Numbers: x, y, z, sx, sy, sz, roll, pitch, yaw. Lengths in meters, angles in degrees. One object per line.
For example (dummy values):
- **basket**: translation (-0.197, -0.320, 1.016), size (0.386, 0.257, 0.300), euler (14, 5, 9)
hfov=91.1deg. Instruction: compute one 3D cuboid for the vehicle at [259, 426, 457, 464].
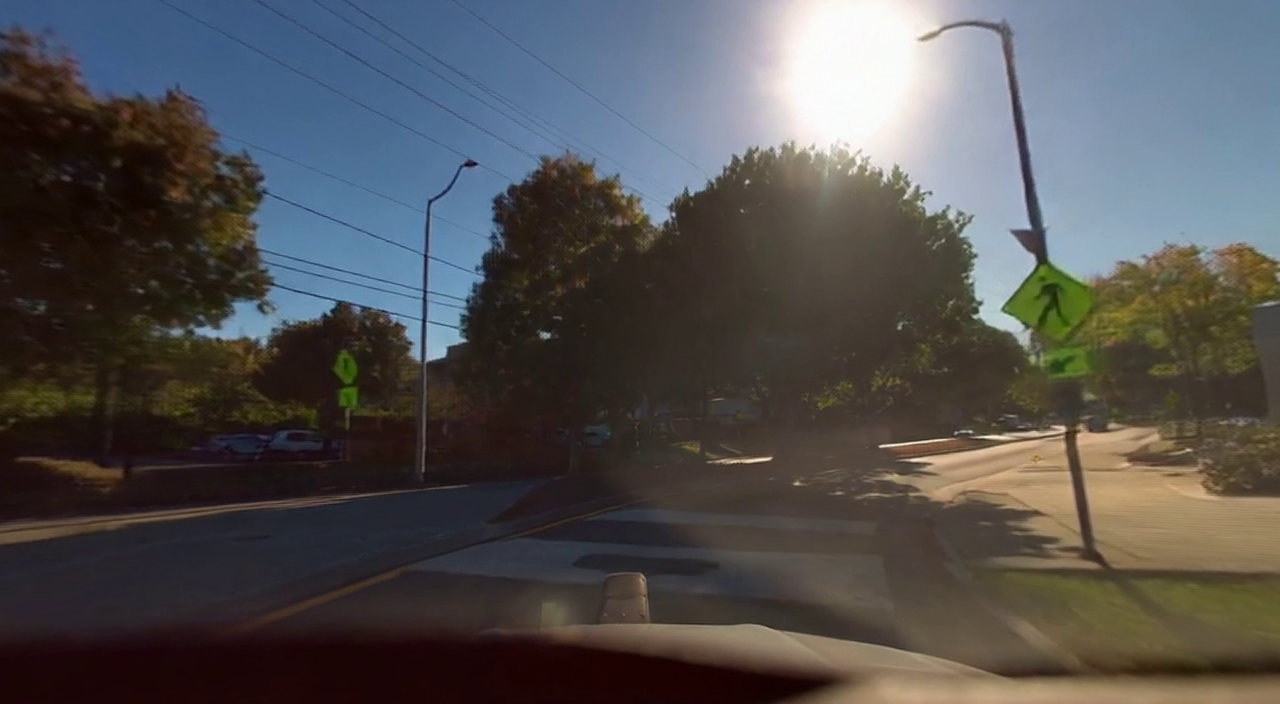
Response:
- **vehicle**: translation (-19.647, 6.718, 45.153), size (2.837, 2.354, 12.960), euler (-7, -11, 40)
